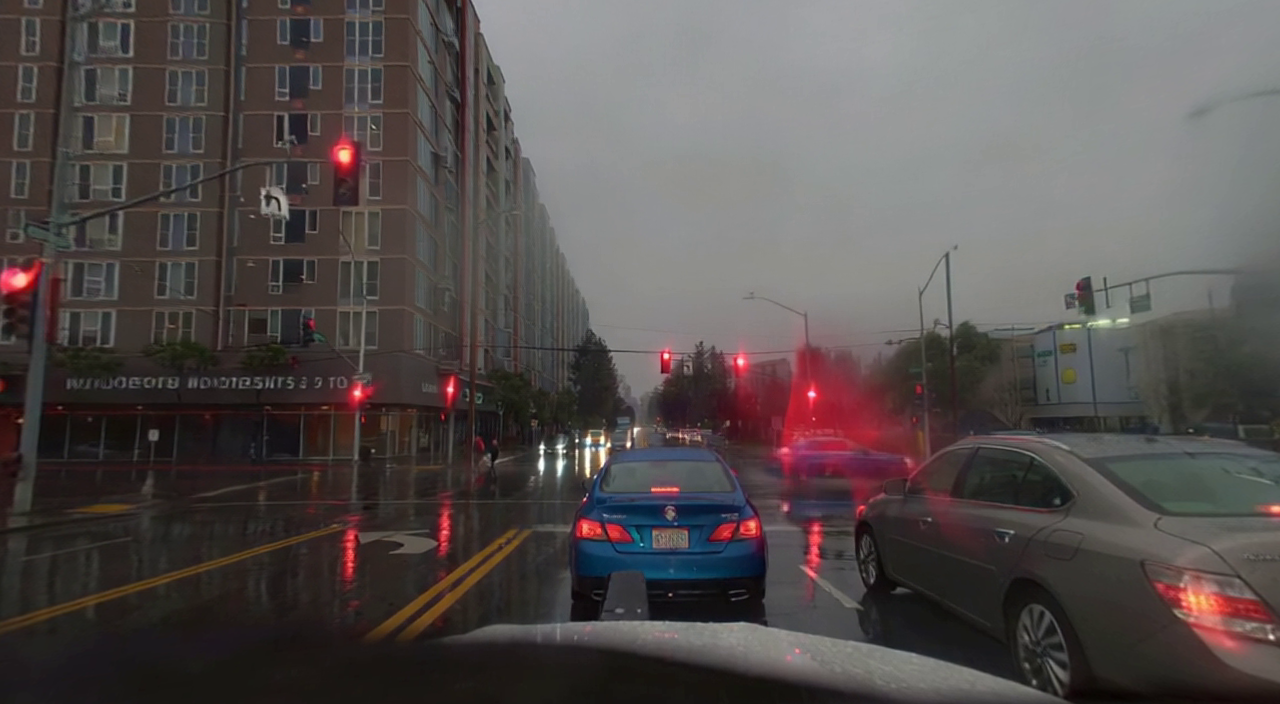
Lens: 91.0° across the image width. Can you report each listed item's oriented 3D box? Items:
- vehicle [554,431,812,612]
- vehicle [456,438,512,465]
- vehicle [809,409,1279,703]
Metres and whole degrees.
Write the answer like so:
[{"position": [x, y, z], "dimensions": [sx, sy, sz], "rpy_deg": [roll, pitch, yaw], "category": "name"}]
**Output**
[{"position": [0.280, 1.695, 7.291], "dimensions": [2.132, 1.464, 4.089], "rpy_deg": [0, -8, -2], "category": "vehicle"}, {"position": [-9.861, 6.327, 40.143], "dimensions": [2.030, 1.596, 3.912], "rpy_deg": [-1, -9, 9], "category": "vehicle"}, {"position": [2.814, 1.287, 4.560], "dimensions": [1.961, 1.498, 4.356], "rpy_deg": [0, -8, 0], "category": "vehicle"}]
